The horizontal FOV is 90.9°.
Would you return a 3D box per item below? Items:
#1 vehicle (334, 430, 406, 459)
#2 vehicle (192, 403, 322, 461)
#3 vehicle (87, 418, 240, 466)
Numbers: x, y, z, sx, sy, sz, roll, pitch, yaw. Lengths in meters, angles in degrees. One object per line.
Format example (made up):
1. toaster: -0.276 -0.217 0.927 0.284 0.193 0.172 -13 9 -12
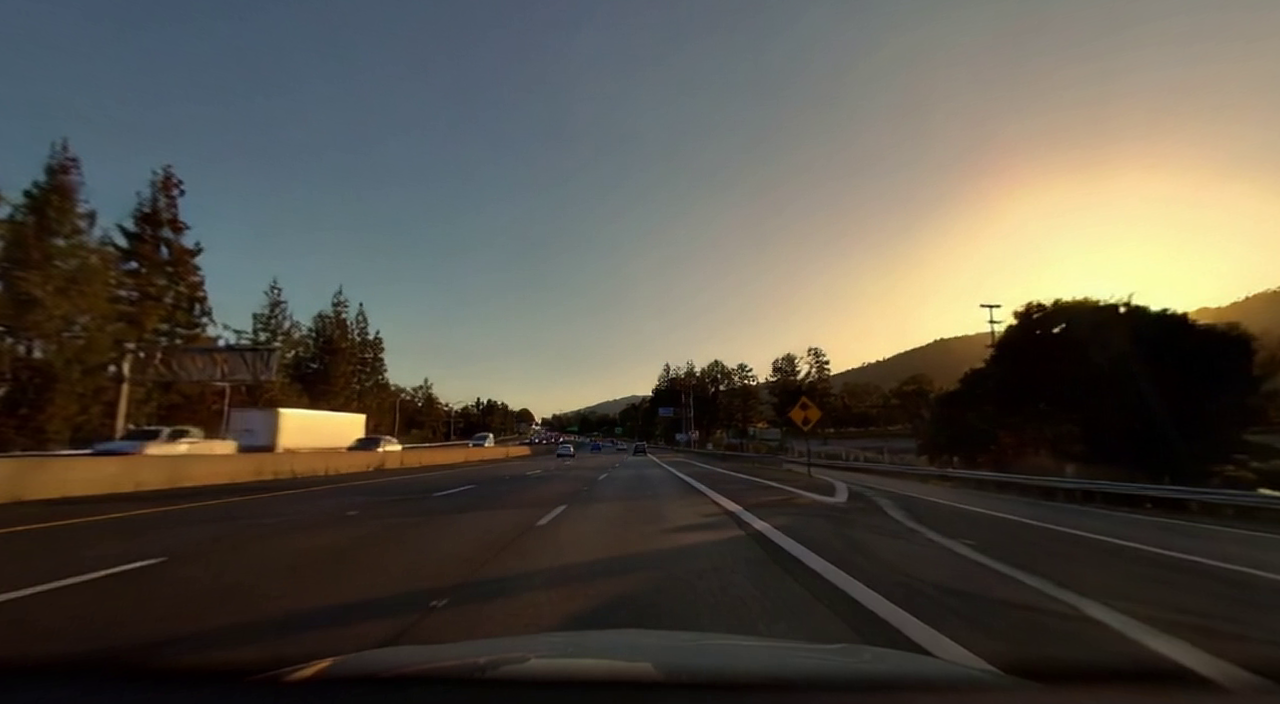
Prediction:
1. vehicle: -17.294 5.985 40.752 2.129 1.697 5.626 0 -8 0
2. vehicle: -21.394 4.609 35.803 3.018 2.997 6.642 0 -8 1
3. vehicle: -21.423 4.122 28.839 2.284 1.976 5.973 0 -8 0
